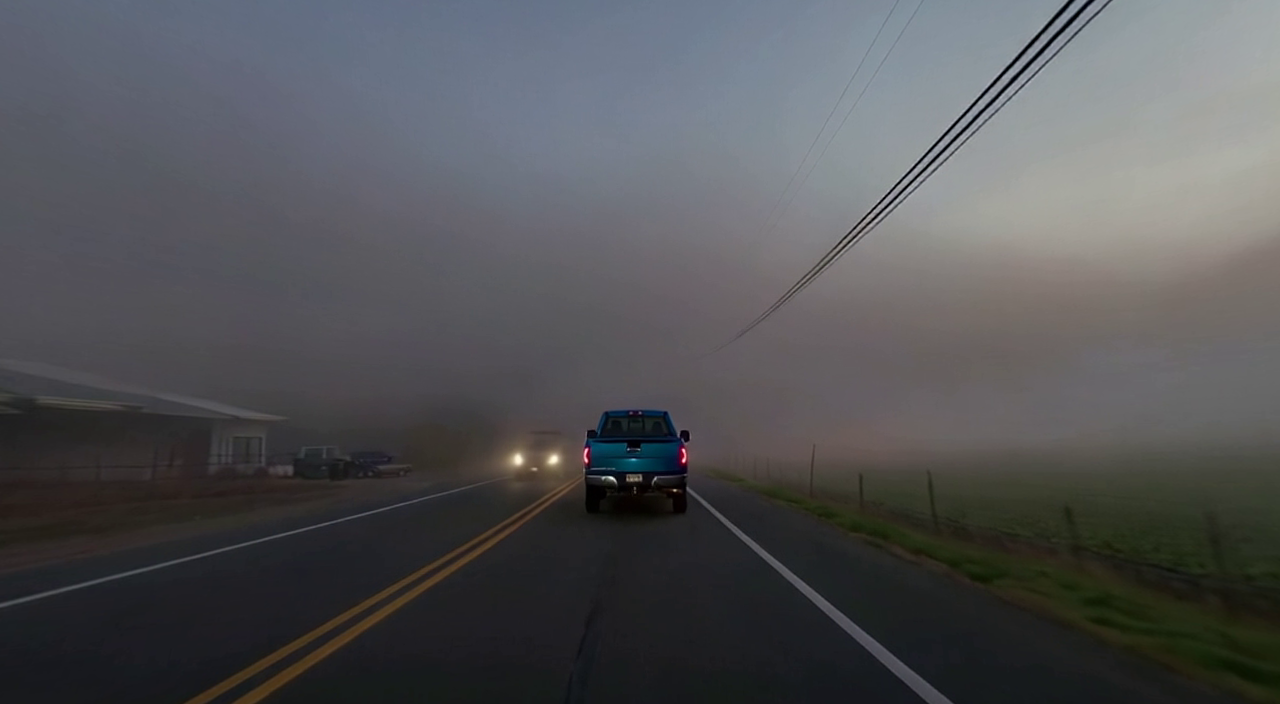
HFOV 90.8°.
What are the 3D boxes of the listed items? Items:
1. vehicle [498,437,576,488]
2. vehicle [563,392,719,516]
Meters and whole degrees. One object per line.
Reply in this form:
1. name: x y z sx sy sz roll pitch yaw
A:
1. vehicle: -3.824 4.195 24.375 2.122 1.729 4.783 0 -8 1
2. vehicle: -0.045 2.448 15.572 2.912 2.320 7.292 0 -8 -1
